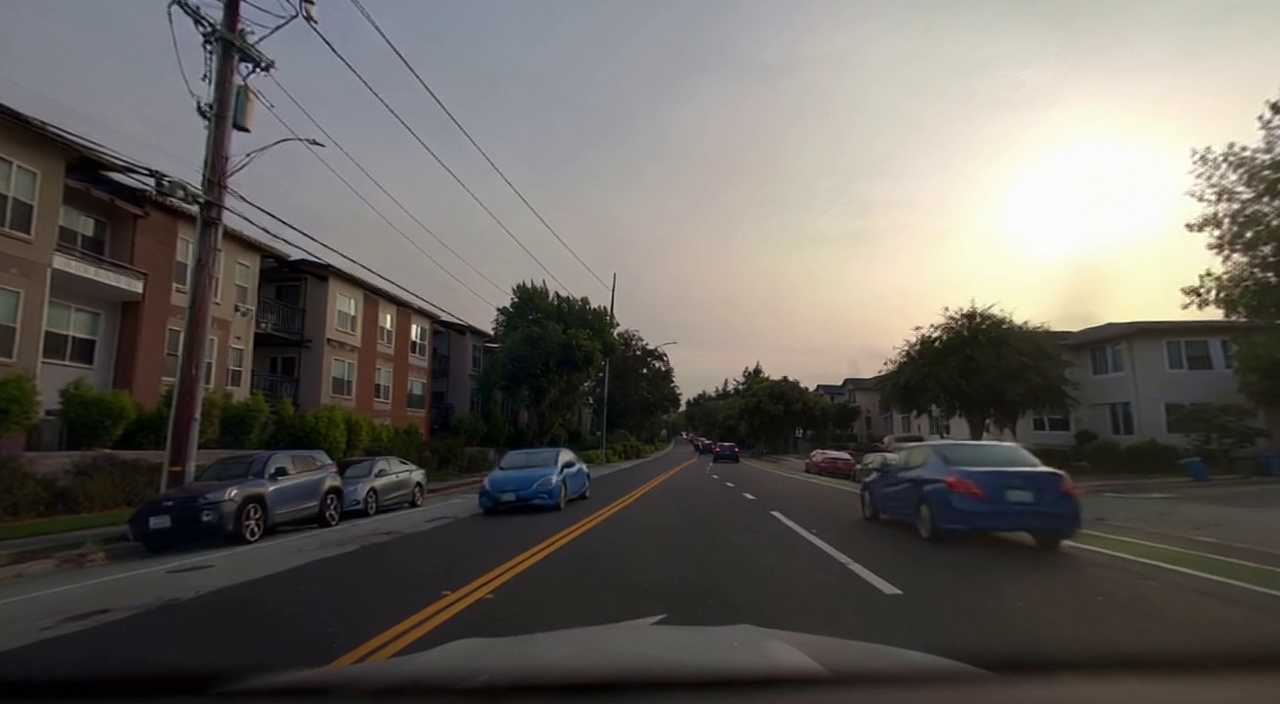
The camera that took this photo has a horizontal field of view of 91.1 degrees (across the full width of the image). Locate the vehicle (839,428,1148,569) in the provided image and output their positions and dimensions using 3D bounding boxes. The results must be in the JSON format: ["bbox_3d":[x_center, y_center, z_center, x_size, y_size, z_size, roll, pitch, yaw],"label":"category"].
[{"bbox_3d":[4.562,1.926,9.120,2.052,1.506,4.432,-1,-8,3],"label":"vehicle"}]

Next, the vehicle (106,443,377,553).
[{"bbox_3d":[-7.750,2.822,13.014,2.381,1.825,4.652,-1,-8,3],"label":"vehicle"}]

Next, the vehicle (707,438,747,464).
[{"bbox_3d":[6.130,7.056,45.015,2.306,1.719,4.805,0,-8,2],"label":"vehicle"}]

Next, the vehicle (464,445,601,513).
[{"bbox_3d":[-2.470,3.068,15.806,2.155,1.436,4.501,-1,-8,7],"label":"vehicle"}]
